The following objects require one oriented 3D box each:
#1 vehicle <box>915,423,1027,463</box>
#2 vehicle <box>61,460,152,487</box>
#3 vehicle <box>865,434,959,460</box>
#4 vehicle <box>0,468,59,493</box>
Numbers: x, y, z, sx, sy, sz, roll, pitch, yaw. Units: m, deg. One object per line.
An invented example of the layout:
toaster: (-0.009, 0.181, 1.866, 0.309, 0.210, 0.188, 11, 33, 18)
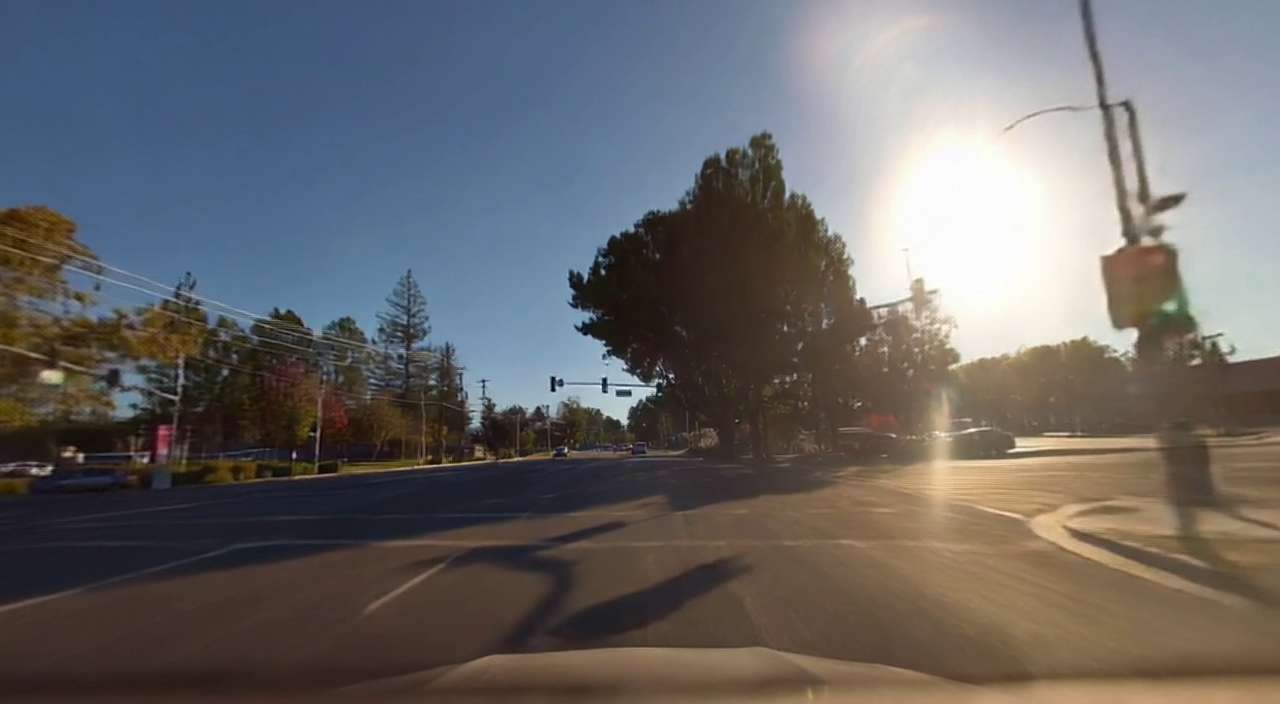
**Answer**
vehicle: (17.809, 4.915, 34.021, 4.721, 1.637, 2.256, -4, -8, -9)
vehicle: (-40.625, 9.230, 48.154, 2.122, 1.822, 4.986, -2, -9, 9)
vehicle: (15.918, 5.576, 37.005, 4.582, 1.436, 2.073, 1, -9, -7)
vehicle: (-46.201, 9.598, 47.203, 1.710, 1.593, 4.501, 2, -9, -12)
